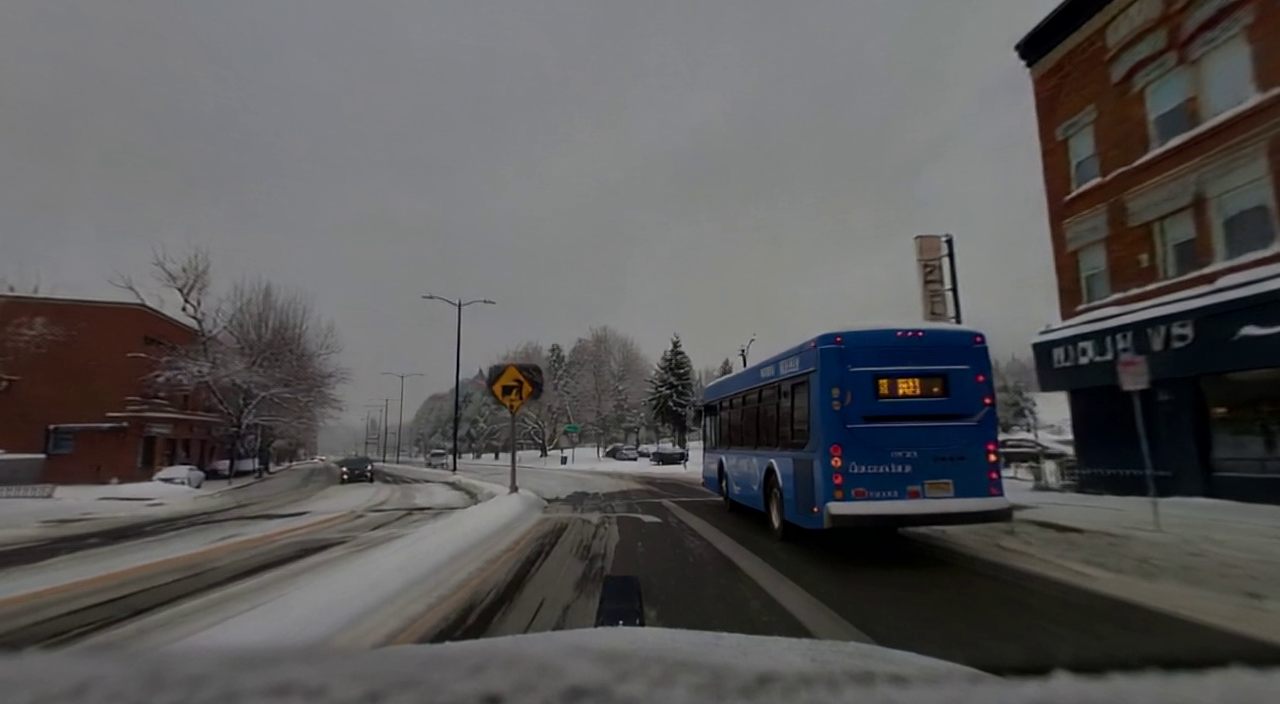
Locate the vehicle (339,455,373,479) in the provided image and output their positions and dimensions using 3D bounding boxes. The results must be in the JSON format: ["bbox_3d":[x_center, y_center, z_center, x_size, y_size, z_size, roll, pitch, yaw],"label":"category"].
[{"bbox_3d":[-19.625,7.905,43.757,1.944,1.505,3.944,3,-9,-23],"label":"vehicle"}]

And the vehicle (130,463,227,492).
[{"bbox_3d":[-27.269,7.389,37.418,4.384,1.500,1.864,7,-11,-40],"label":"vehicle"}]

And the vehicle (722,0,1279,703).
[{"bbox_3d":[3.144,0.259,3.333,3.194,3.345,12.428,0,-9,-3],"label":"vehicle"}]
